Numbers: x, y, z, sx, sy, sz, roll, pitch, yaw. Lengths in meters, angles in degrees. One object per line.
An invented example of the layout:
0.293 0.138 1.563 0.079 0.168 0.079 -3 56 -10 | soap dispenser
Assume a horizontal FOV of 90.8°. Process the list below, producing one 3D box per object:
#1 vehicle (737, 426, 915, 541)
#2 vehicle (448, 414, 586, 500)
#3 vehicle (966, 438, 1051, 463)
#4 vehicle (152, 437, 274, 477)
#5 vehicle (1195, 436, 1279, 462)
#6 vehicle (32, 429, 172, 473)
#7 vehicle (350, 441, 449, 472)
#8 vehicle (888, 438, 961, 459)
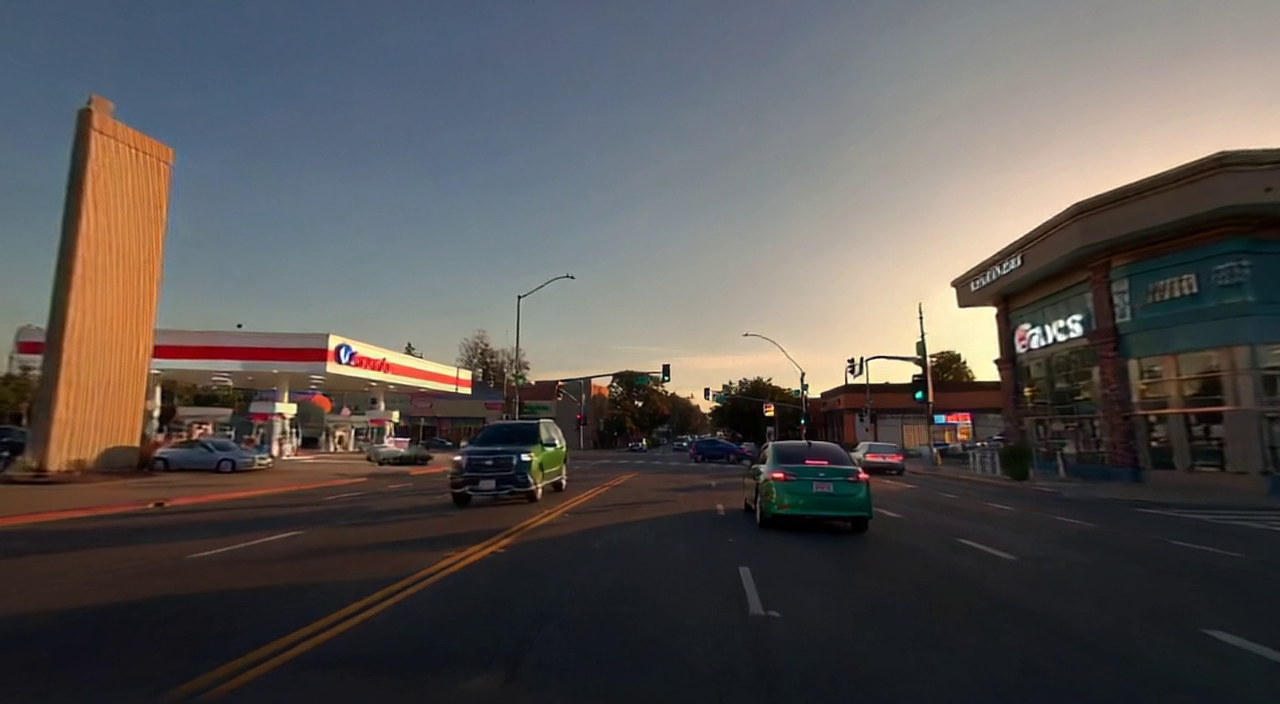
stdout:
2.843 2.103 10.756 1.995 1.525 4.392 -1 -9 5 | vehicle
-3.074 2.812 17.176 2.334 1.966 5.056 -1 -9 5 | vehicle
23.342 6.266 40.205 4.510 1.483 1.774 -5 -10 28 | vehicle
-17.894 4.377 26.485 4.610 1.515 2.112 -5 -10 26 | vehicle
40.209 6.416 41.907 4.568 1.643 1.911 -3 -9 19 | vehicle
-24.466 4.505 28.774 4.975 1.863 2.443 -3 -9 18 | vehicle
-12.707 5.514 33.634 1.854 1.501 4.561 -8 -11 40 | vehicle
21.431 7.308 47.666 4.681 1.495 2.096 -6 -10 32 | vehicle
